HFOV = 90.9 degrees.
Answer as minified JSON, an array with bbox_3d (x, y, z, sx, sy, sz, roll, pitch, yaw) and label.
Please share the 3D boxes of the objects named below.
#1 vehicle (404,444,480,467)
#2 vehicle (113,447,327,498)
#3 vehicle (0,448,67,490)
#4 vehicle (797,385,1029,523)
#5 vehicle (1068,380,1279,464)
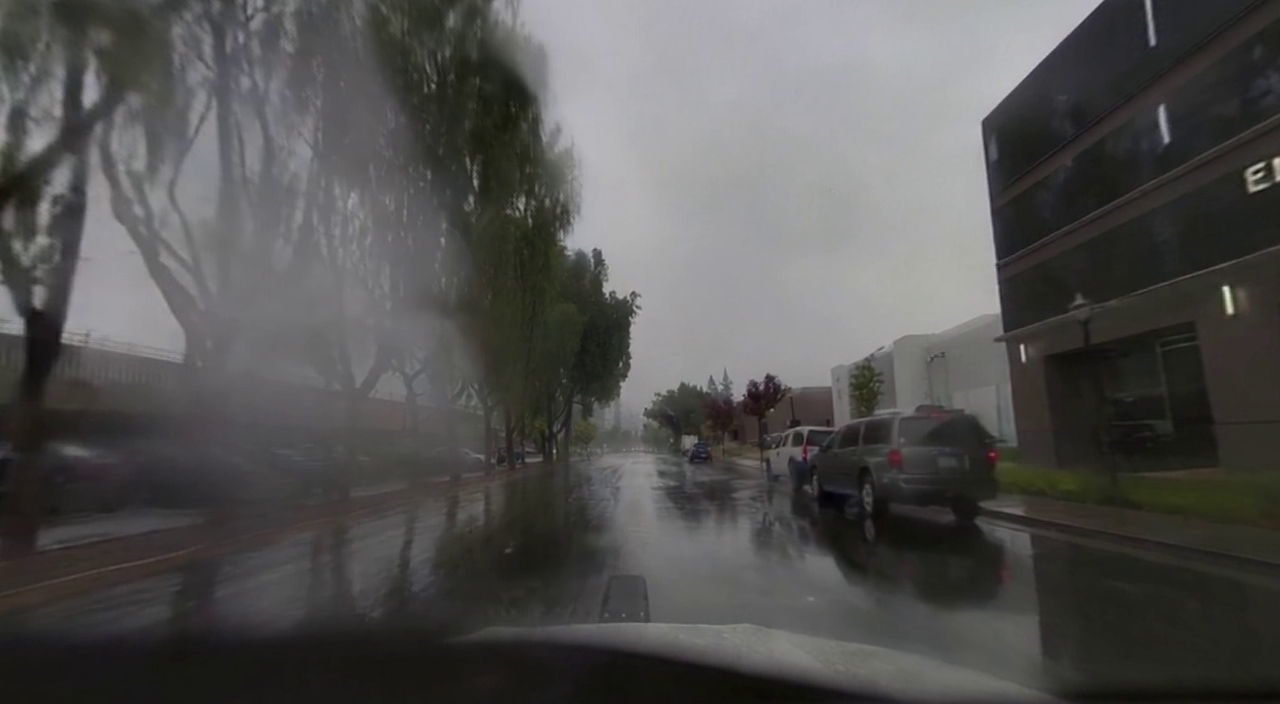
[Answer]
[{"bbox_3d":[-14.532,7.660,46.612,4.954,1.614,2.227,0,-9,-5],"label":"vehicle"},{"bbox_3d":[-13.064,3.763,19.880,5.269,1.491,2.133,-1,-9,2],"label":"vehicle"},{"bbox_3d":[-25.545,4.645,25.254,1.982,1.565,4.910,3,-9,-19],"label":"vehicle"},{"bbox_3d":[5.783,2.341,14.727,2.596,2.509,6.178,0,-9,0],"label":"vehicle"},{"bbox_3d":[19.074,2.678,23.152,2.341,2.648,6.024,1,-8,-1],"label":"vehicle"}]
